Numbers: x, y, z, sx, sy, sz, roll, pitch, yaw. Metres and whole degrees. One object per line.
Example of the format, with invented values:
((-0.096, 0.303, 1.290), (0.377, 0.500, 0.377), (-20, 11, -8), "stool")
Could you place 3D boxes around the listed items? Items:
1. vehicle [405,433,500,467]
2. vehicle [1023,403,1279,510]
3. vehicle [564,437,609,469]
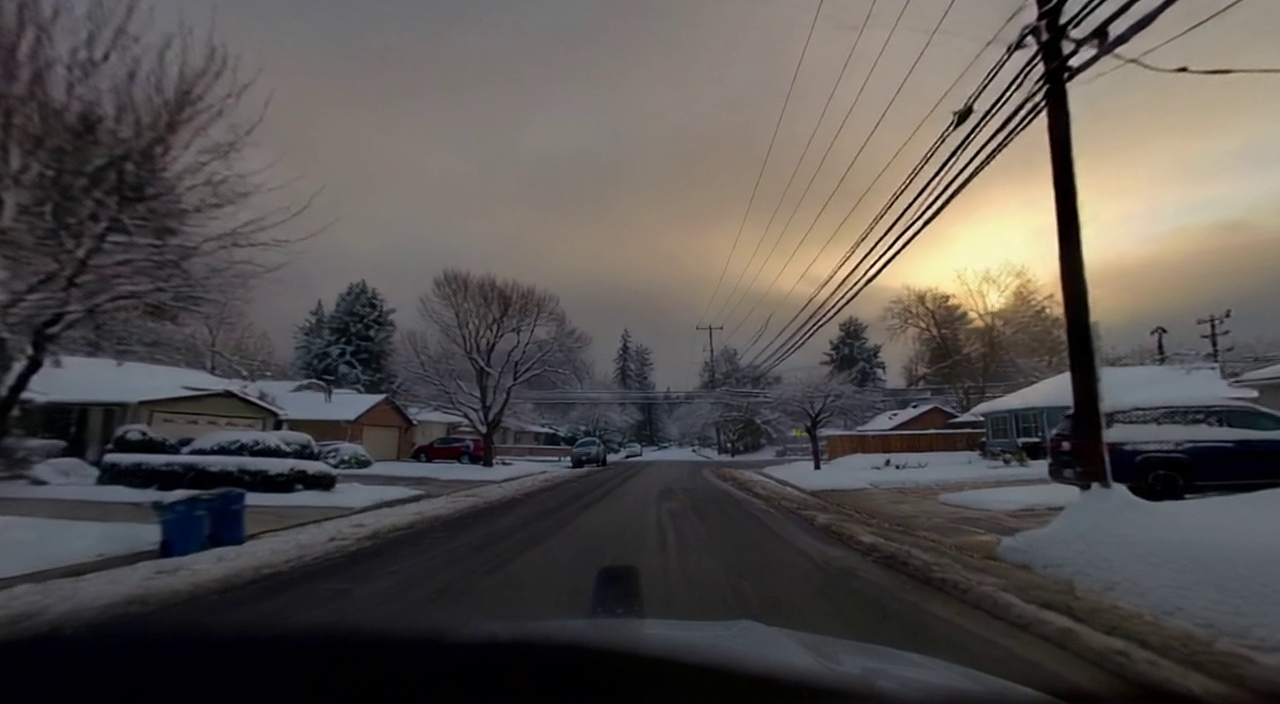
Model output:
((-11.252, 5.921, 38.230), (5.033, 1.997, 2.126), (0, -8, 2), "vehicle")
((11.133, 2.017, 12.376), (5.693, 1.886, 2.235), (0, -8, 4), "vehicle")
((-3.920, 7.640, 47.736), (2.739, 2.164, 6.065), (-2, -9, 1), "vehicle")
